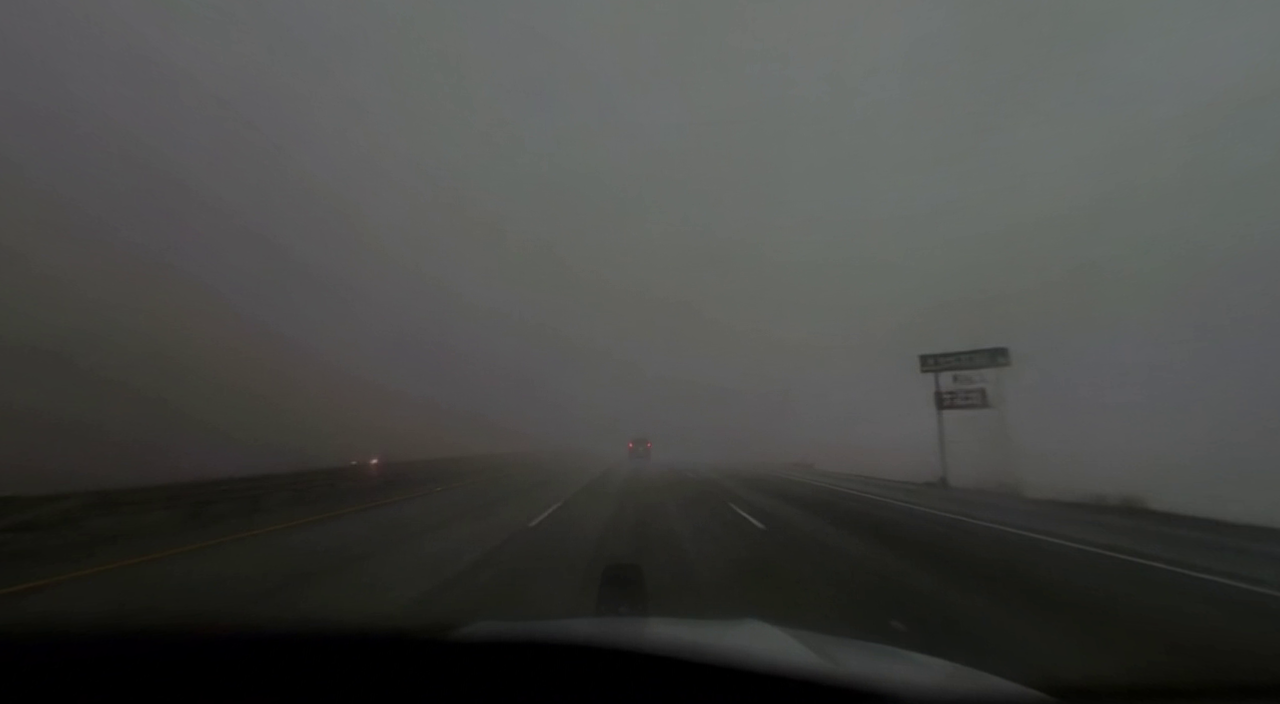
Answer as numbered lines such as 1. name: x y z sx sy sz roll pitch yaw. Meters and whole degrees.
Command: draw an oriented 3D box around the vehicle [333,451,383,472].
1. vehicle: -20.539 7.977 45.995 1.739 1.394 3.804 0 -8 2
